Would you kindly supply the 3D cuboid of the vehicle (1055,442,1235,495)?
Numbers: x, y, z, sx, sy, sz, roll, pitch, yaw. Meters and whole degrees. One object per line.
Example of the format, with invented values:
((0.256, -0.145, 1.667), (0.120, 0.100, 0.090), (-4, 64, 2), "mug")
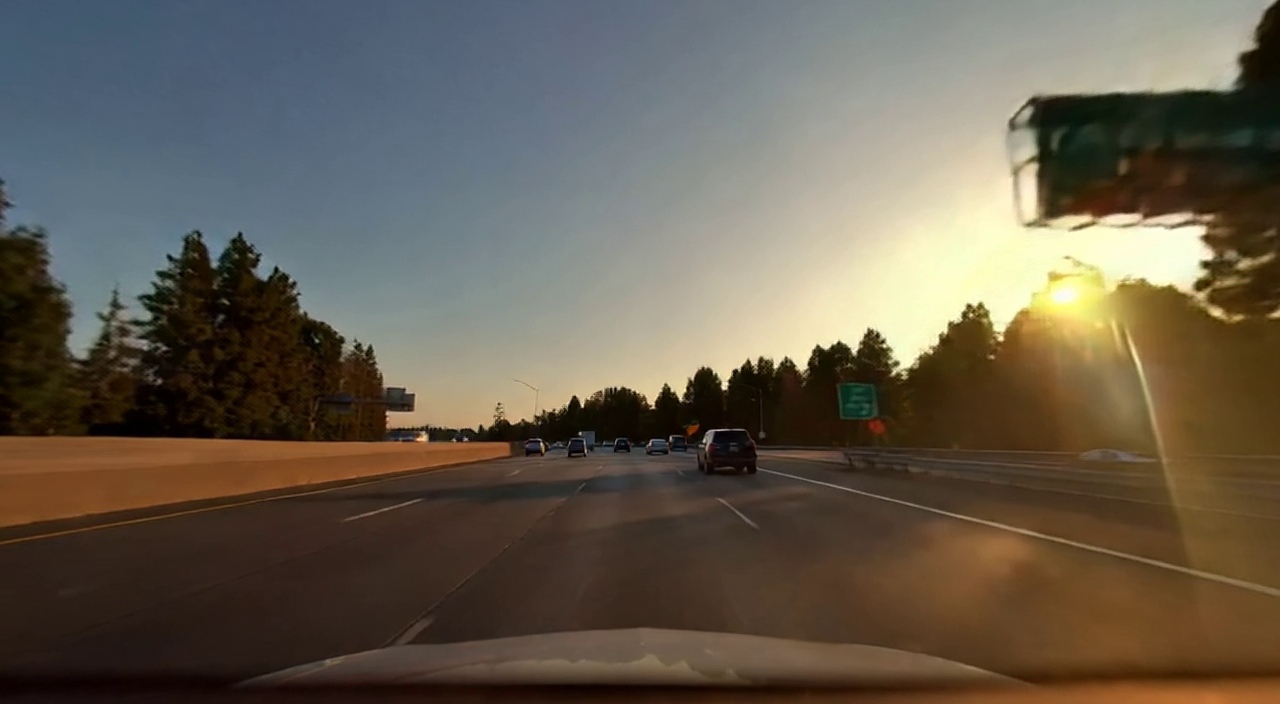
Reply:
((17.187, 3.949, 21.876), (2.033, 1.580, 4.752), (1, -8, -6), "vehicle")

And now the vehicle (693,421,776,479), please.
((3.149, 3.403, 21.967), (2.043, 1.795, 4.347), (0, -8, -3), "vehicle")
